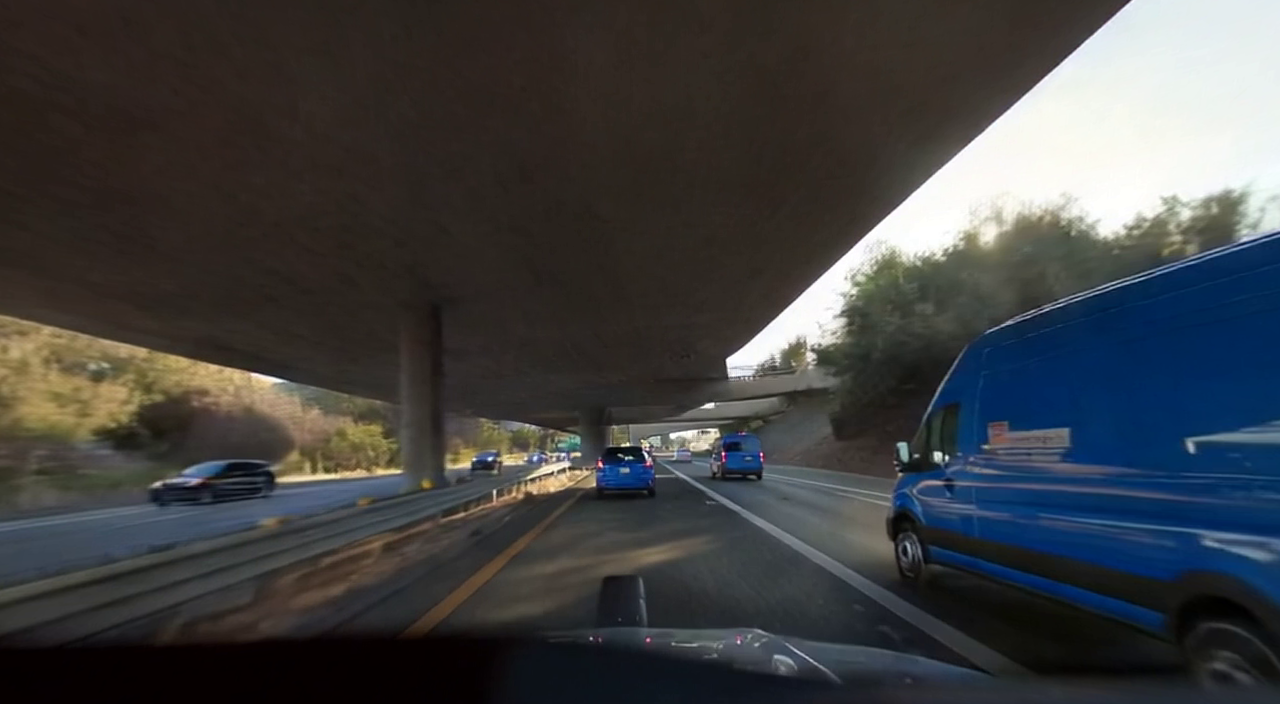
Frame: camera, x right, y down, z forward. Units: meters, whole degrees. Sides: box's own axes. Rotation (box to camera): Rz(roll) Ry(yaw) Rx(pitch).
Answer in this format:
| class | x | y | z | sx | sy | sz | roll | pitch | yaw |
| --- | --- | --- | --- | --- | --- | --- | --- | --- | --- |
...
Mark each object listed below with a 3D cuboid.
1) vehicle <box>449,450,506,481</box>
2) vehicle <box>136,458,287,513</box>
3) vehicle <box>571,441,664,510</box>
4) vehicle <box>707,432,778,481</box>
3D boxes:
| class | x | y | z | sx | sy | sz | roll | pitch | yaw |
| --- | --- | --- | --- | --- | --- | --- | --- | --- | --- |
| vehicle | -8.466 | 5.926 | 32.971 | 1.867 | 1.515 | 4.107 | 0 | -9 | 0 |
| vehicle | -13.666 | 4.237 | 20.369 | 1.910 | 1.517 | 4.274 | 0 | -9 | -1 |
| vehicle | -0.494 | 3.001 | 15.639 | 2.029 | 1.483 | 3.769 | 0 | -9 | 0 |
| vehicle | 4.396 | 4.605 | 27.771 | 2.261 | 1.952 | 4.784 | 0 | -9 | -1 |
